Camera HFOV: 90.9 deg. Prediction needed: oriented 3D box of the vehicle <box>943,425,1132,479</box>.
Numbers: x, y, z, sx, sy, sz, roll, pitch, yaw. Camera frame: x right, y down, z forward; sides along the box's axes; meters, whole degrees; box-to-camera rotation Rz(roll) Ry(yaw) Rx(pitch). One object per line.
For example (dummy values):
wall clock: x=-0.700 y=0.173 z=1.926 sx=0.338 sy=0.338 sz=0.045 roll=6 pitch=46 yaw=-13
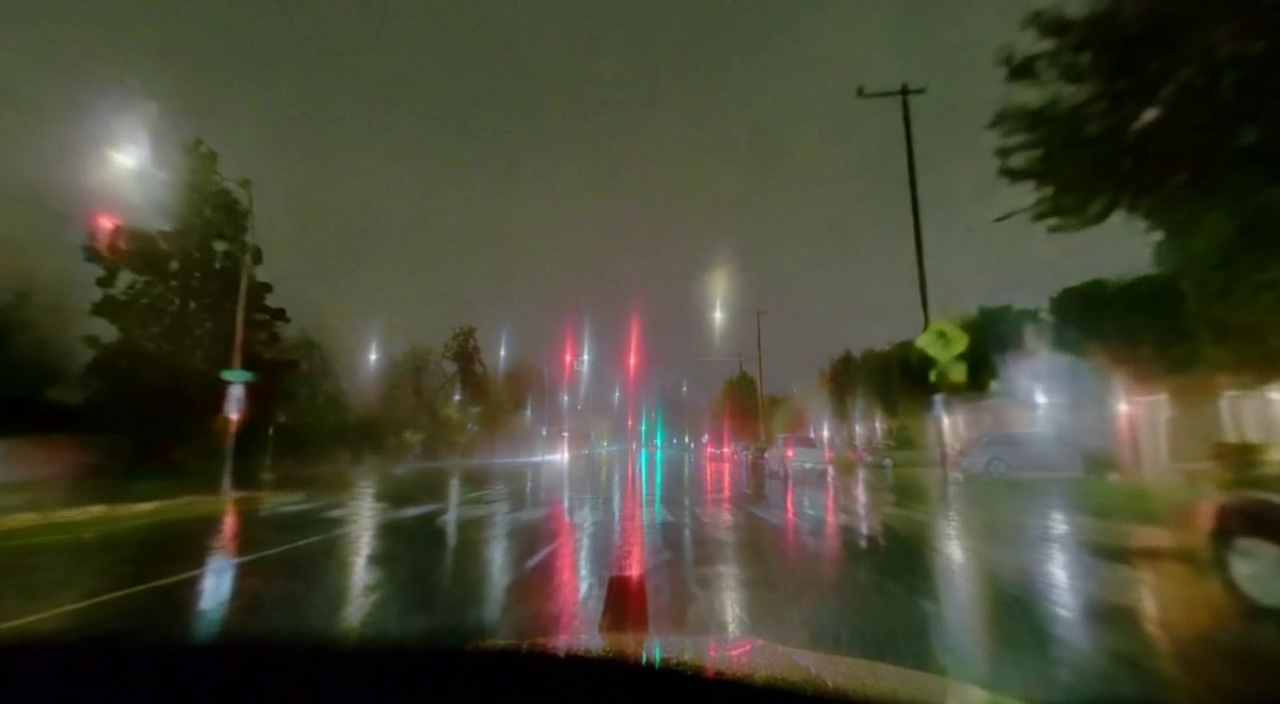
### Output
vehicle: x=12.367 y=3.159 z=20.016 sx=4.585 sy=1.564 sz=2.078 roll=-3 pitch=-9 yaw=17

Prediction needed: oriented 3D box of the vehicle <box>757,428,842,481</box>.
vehicle: x=6.435 y=4.211 z=26.147 sx=2.293 sy=1.942 sz=5.004 roll=0 pitch=-9 yaw=1

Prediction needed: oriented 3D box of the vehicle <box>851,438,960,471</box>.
vehicle: x=12.330 y=4.768 z=29.425 sx=4.452 sy=1.459 sz=2.001 roll=-4 pitch=-9 yaw=23

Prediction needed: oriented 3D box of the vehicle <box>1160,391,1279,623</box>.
vehicle: x=5.944 y=0.984 z=3.469 sx=2.094 sy=1.766 sz=4.792 roll=0 pitch=-9 yaw=1
